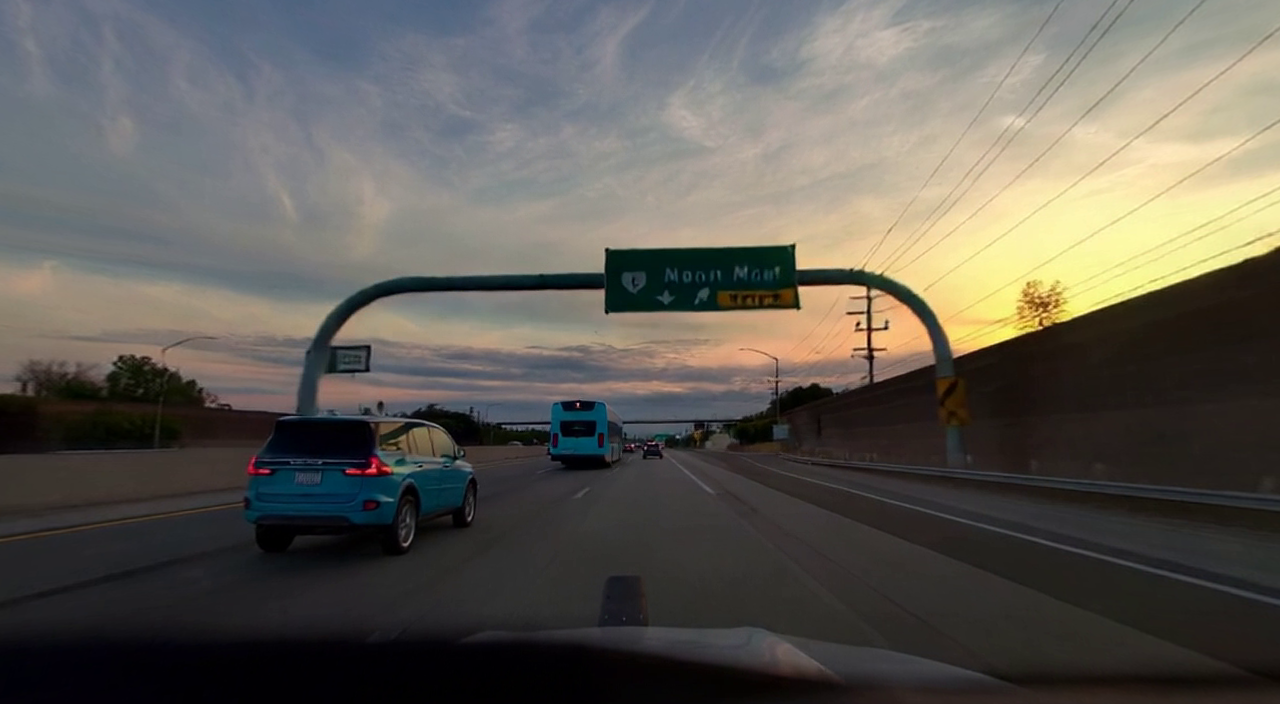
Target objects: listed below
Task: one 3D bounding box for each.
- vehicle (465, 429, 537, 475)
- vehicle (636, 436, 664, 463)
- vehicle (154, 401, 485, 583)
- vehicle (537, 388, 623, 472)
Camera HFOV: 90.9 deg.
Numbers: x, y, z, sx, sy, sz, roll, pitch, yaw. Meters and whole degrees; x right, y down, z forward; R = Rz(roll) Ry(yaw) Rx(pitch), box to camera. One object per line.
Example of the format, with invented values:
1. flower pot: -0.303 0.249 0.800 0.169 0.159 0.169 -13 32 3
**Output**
1. vehicle: -7.006 5.136 32.518 2.282 2.116 6.030 0 -8 1
2. vehicle: 0.726 7.598 49.172 2.083 2.001 4.782 0 -9 0
3. vehicle: -3.619 1.664 8.247 2.021 1.730 4.223 0 -8 1
4. vehicle: -2.860 4.451 34.328 3.382 3.712 11.766 1 -9 1
